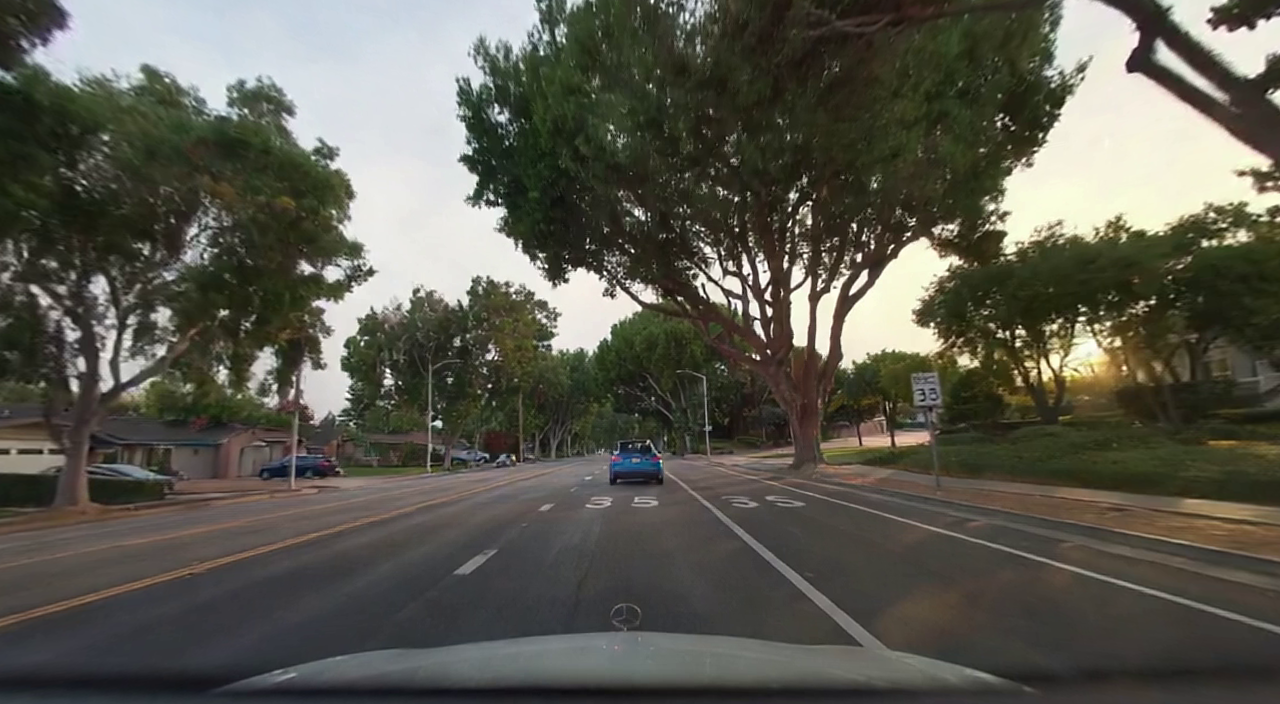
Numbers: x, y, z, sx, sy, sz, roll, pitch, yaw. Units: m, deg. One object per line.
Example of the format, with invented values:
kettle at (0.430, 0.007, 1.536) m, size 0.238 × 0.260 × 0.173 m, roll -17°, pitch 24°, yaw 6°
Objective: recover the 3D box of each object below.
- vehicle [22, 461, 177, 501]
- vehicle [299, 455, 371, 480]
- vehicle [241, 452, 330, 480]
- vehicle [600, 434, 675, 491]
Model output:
vehicle at (-21.438, 5.098, 25.186) m, size 4.433 × 1.462 × 1.834 m, roll 0°, pitch -9°, yaw 0°
vehicle at (-21.948, 8.339, 45.627) m, size 4.241 × 1.500 × 1.956 m, roll -4°, pitch -9°, yaw 1°
vehicle at (-24.008, 7.729, 42.937) m, size 4.866 × 1.614 × 1.911 m, roll -2°, pitch -9°, yaw -4°
vehicle at (-0.092, 3.558, 20.586) m, size 2.181 × 1.639 × 4.127 m, roll 0°, pitch -9°, yaw 0°
